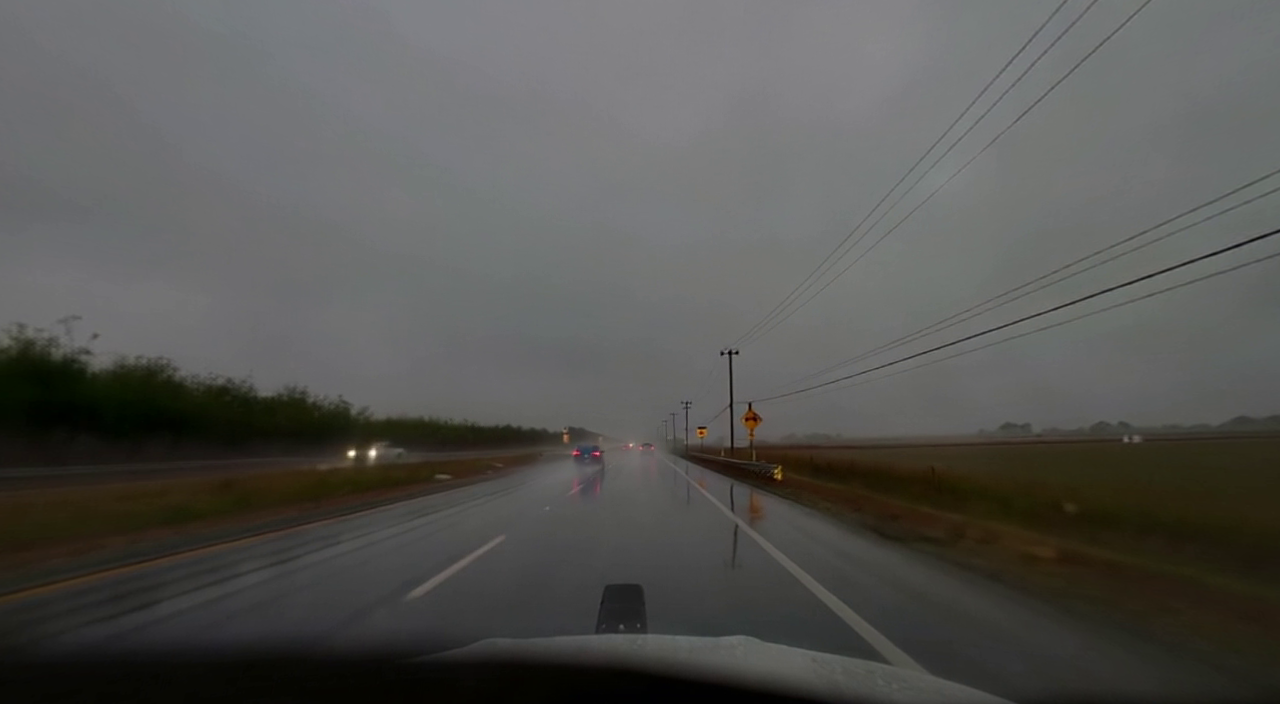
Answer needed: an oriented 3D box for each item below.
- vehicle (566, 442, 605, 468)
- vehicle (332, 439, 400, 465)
[{"bbox_3d":[-3.503,6.747,41.321,2.120,1.597,4.810,0,-9,0],"label":"vehicle"},{"bbox_3d":[-21.178,7.776,49.044,2.445,1.917,6.250,0,-9,1],"label":"vehicle"}]
